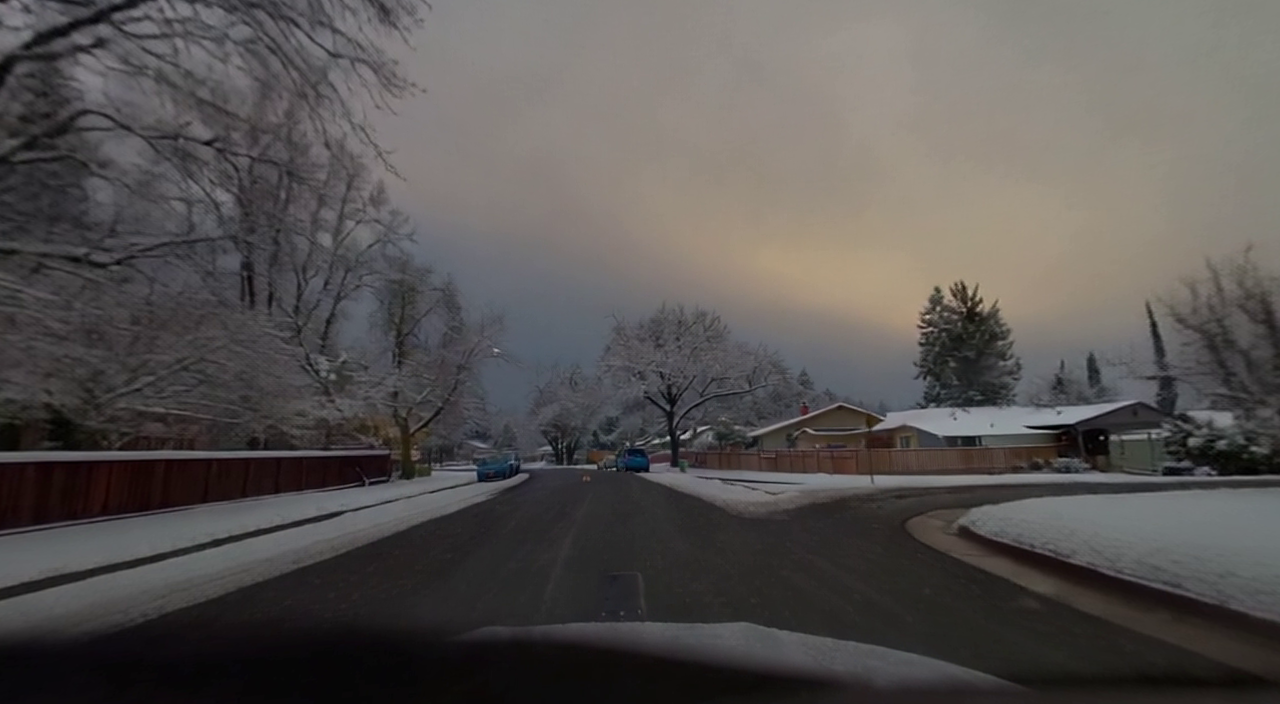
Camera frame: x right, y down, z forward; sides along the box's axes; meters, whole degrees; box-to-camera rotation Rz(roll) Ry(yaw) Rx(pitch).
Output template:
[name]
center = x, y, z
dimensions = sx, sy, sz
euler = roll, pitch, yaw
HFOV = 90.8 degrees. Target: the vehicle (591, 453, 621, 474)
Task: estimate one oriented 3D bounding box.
[vehicle]
center = -2.589, 8.316, 47.383
dimensions = 2.064, 1.477, 3.968
euler = 1, -9, -5
